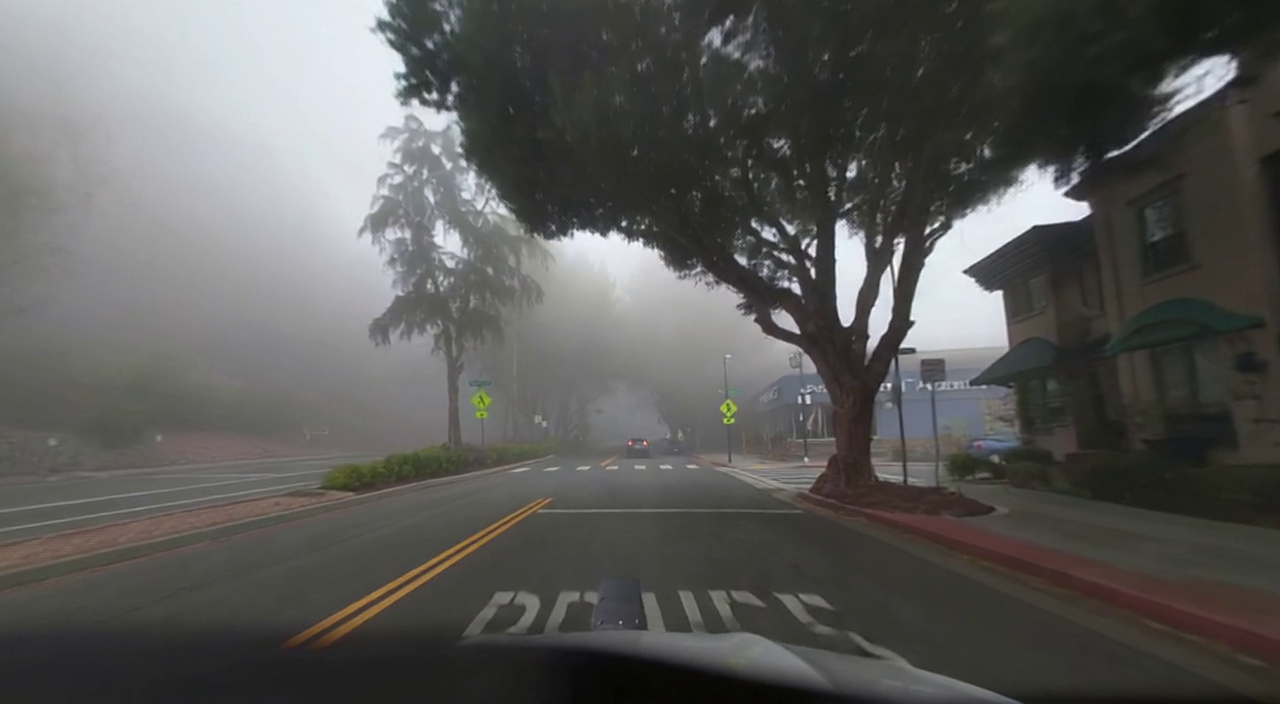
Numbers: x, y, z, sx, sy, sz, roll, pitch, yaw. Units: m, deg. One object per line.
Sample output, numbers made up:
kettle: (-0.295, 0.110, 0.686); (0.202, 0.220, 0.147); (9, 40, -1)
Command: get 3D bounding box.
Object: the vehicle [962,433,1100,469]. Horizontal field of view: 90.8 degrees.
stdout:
vehicle: (16.857, 4.260, 27.485); (4.563, 1.457, 2.139); (-1, -7, 6)
